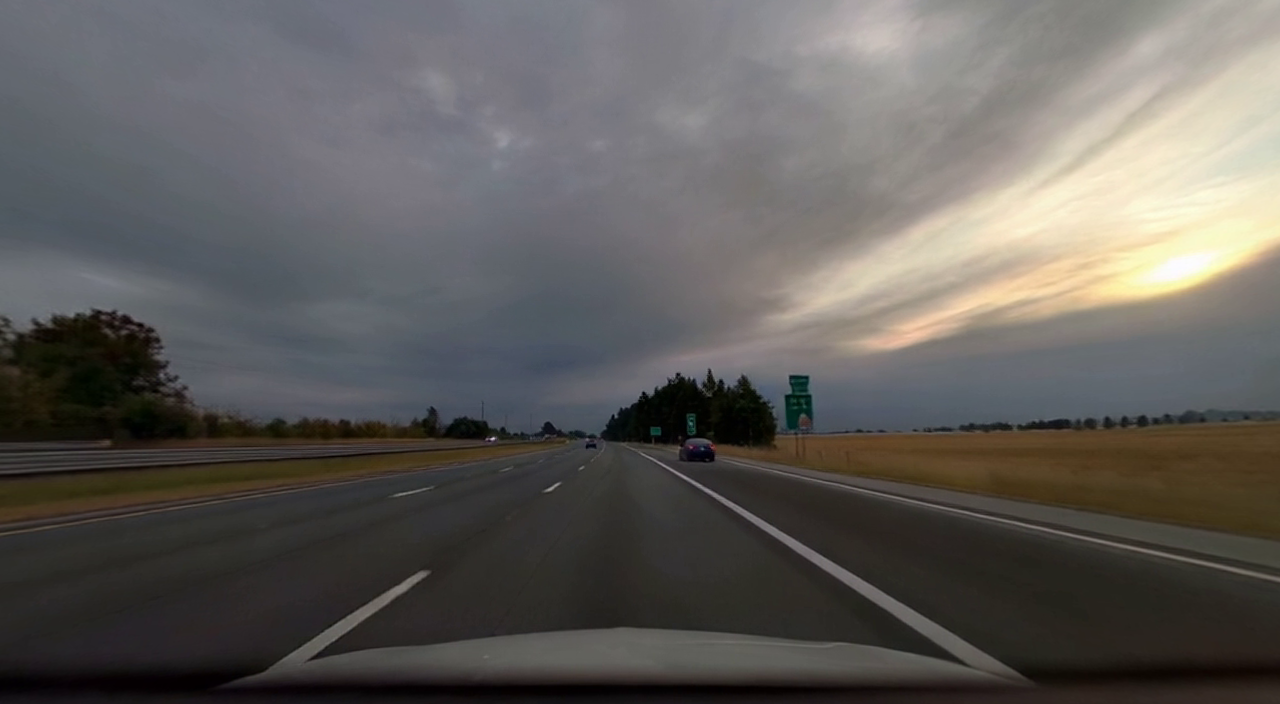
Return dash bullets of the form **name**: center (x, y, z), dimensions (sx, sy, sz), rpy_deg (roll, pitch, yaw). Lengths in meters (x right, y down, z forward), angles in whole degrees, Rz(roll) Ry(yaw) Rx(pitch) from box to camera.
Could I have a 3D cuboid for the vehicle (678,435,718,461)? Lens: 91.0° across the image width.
- **vehicle**: center (3.788, 6.351, 41.953), dimensions (2.084, 1.614, 4.762), rpy_deg (0, -8, -1)
